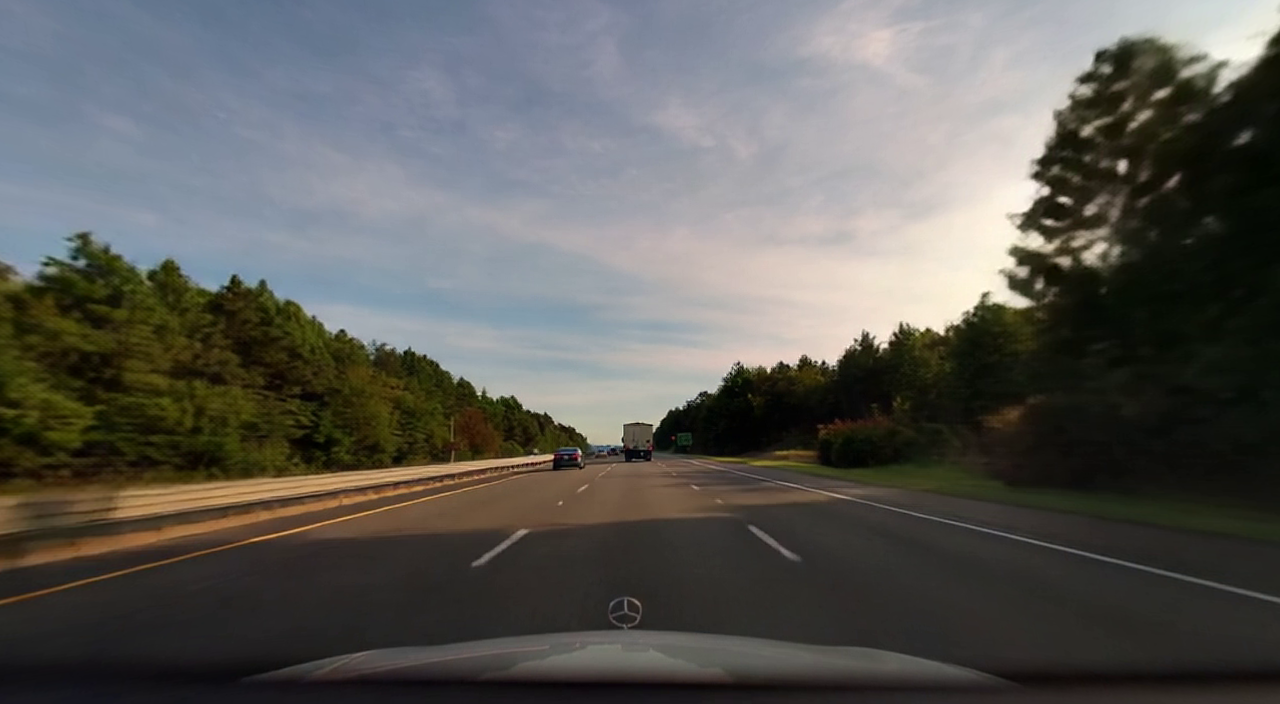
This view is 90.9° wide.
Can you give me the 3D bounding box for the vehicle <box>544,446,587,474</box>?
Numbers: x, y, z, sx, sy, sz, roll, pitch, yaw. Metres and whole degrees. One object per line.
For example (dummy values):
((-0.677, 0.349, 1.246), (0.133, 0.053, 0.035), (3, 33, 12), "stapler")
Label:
((-4.252, 6.212, 36.486), (1.916, 1.506, 4.476), (0, -9, 1), "vehicle")
